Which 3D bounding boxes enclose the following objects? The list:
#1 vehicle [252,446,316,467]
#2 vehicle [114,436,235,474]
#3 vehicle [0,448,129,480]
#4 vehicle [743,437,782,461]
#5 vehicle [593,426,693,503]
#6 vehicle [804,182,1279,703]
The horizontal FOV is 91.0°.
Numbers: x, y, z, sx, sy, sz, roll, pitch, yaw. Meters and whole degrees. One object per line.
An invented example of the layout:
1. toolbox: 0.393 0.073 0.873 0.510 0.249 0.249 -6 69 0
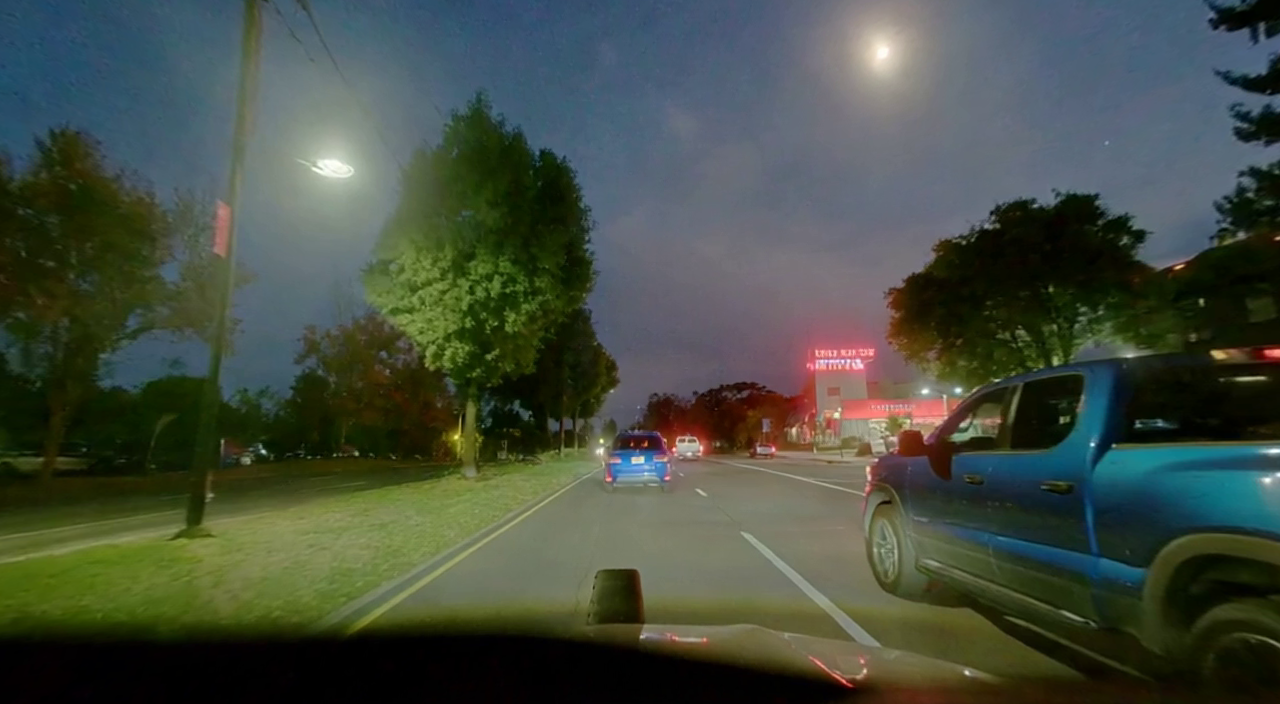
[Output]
1. vehicle: -28.260 8.320 49.991 3.894 1.527 1.872 -1 -10 -1
2. vehicle: -32.363 7.210 44.264 2.664 2.215 7.903 -4 -9 -1
3. vehicle: -27.869 5.401 30.441 4.578 1.446 1.899 0 -9 -1
4. vehicle: 8.730 6.943 45.120 2.091 1.612 4.121 0 -8 2
5. vehicle: 0.044 2.740 15.699 2.145 1.650 4.021 0 -8 -1
6. vehicle: 3.299 0.857 4.068 2.731 2.101 6.047 0 -8 -1
